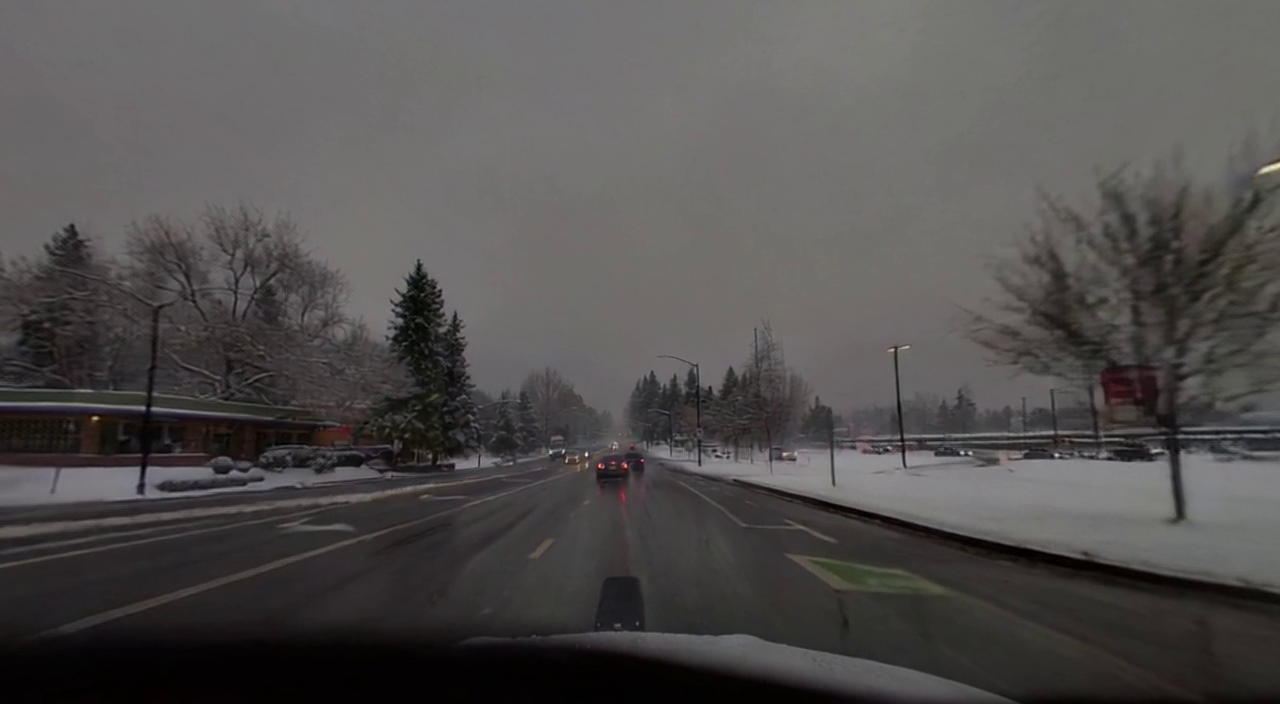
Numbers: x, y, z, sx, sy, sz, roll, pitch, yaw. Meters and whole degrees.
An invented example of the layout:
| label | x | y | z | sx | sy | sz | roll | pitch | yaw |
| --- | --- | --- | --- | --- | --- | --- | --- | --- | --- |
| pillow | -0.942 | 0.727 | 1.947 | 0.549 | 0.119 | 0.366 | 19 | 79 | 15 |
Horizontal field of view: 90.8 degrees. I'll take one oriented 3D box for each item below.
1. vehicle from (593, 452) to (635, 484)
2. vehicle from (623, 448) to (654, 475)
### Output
| label | x | y | z | sx | sy | sz | roll | pitch | yaw |
| --- | --- | --- | --- | --- | --- | --- | --- | --- | --- |
| vehicle | -1.262 | 5.628 | 30.880 | 1.917 | 1.418 | 3.987 | 1 | -9 | -2 |
| vehicle | -0.157 | 7.662 | 44.459 | 2.046 | 1.768 | 4.370 | 1 | -9 | -3 |
